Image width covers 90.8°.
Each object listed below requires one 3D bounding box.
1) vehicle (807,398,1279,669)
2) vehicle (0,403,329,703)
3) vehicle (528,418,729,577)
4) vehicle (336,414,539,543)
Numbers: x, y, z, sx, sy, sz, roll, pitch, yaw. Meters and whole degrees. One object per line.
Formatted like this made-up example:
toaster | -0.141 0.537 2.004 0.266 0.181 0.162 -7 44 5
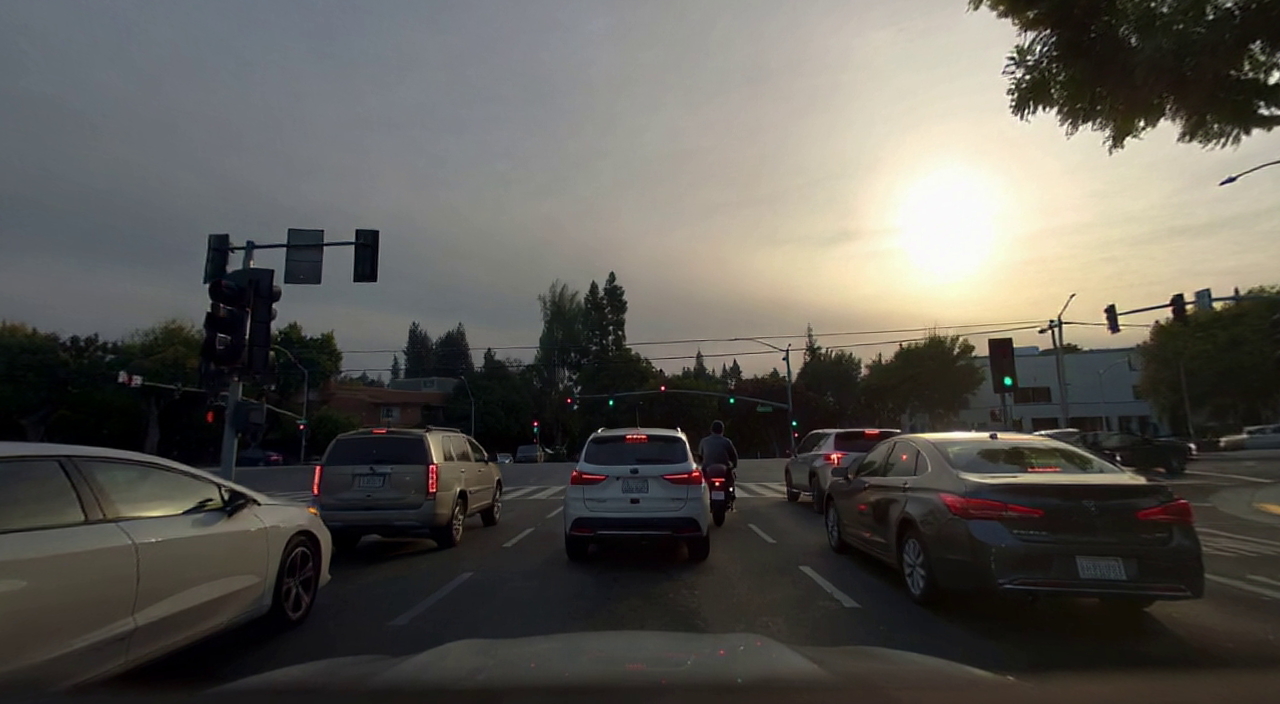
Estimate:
vehicle | 3.239 1.446 6.195 2.006 1.659 4.462 0 -8 1
vehicle | -3.343 0.945 2.367 1.863 1.495 4.667 0 -8 2
vehicle | -0.085 1.804 8.557 2.106 1.655 3.717 0 -8 1
vehicle | -3.216 2.109 11.168 2.048 1.805 4.405 0 -8 1
